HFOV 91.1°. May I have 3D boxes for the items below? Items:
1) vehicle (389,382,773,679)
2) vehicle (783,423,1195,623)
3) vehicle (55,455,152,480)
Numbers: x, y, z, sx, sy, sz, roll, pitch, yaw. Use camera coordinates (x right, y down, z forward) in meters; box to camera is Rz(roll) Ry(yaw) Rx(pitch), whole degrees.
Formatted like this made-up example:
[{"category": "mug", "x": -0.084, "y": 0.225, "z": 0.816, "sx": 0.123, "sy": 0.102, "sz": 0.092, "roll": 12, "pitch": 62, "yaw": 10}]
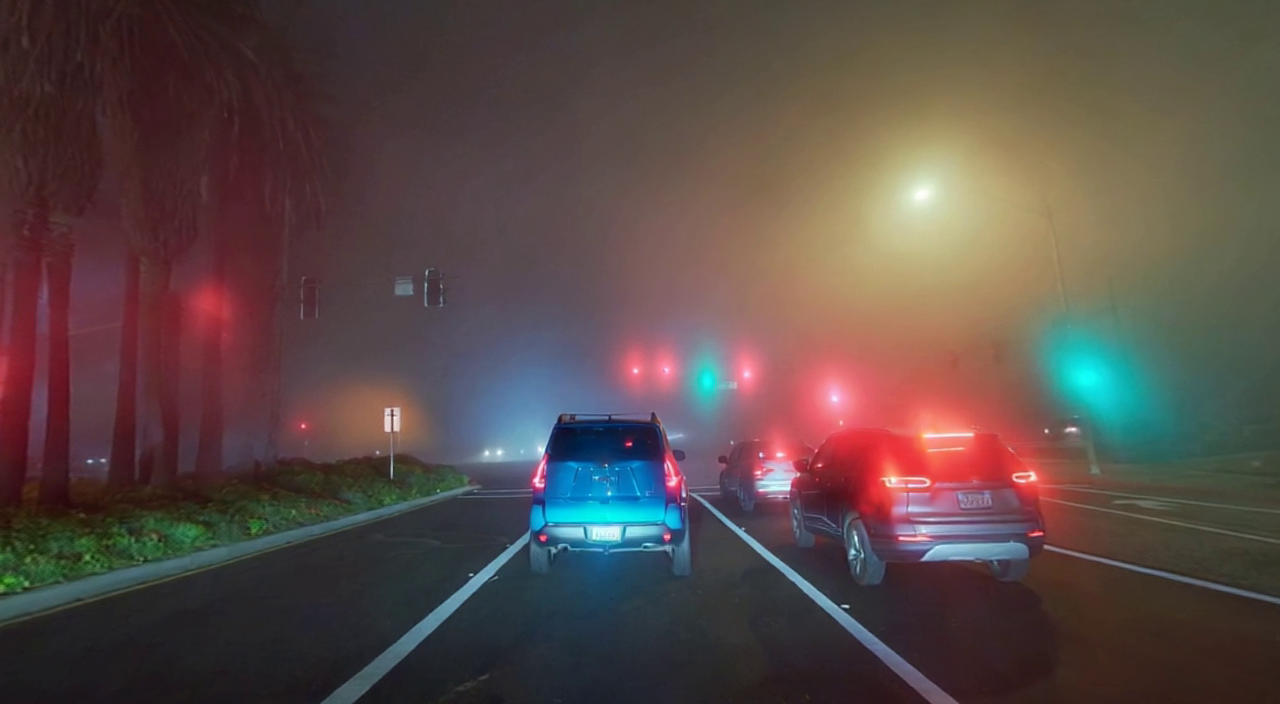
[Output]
[{"category": "vehicle", "x": -0.336, "y": 1.317, "z": 5.688, "sx": 2.172, "sy": 1.694, "sz": 4.055, "roll": 0, "pitch": -8, "yaw": 0}, {"category": "vehicle", "x": 3.113, "y": 1.609, "z": 6.972, "sx": 1.971, "sy": 1.473, "sz": 4.495, "roll": 0, "pitch": -8, "yaw": 0}, {"category": "vehicle", "x": -40.222, "y": 8.628, "z": 47.119, "sx": 5.347, "sy": 1.785, "sz": 2.123, "roll": 0, "pitch": -8, "yaw": 2}]
